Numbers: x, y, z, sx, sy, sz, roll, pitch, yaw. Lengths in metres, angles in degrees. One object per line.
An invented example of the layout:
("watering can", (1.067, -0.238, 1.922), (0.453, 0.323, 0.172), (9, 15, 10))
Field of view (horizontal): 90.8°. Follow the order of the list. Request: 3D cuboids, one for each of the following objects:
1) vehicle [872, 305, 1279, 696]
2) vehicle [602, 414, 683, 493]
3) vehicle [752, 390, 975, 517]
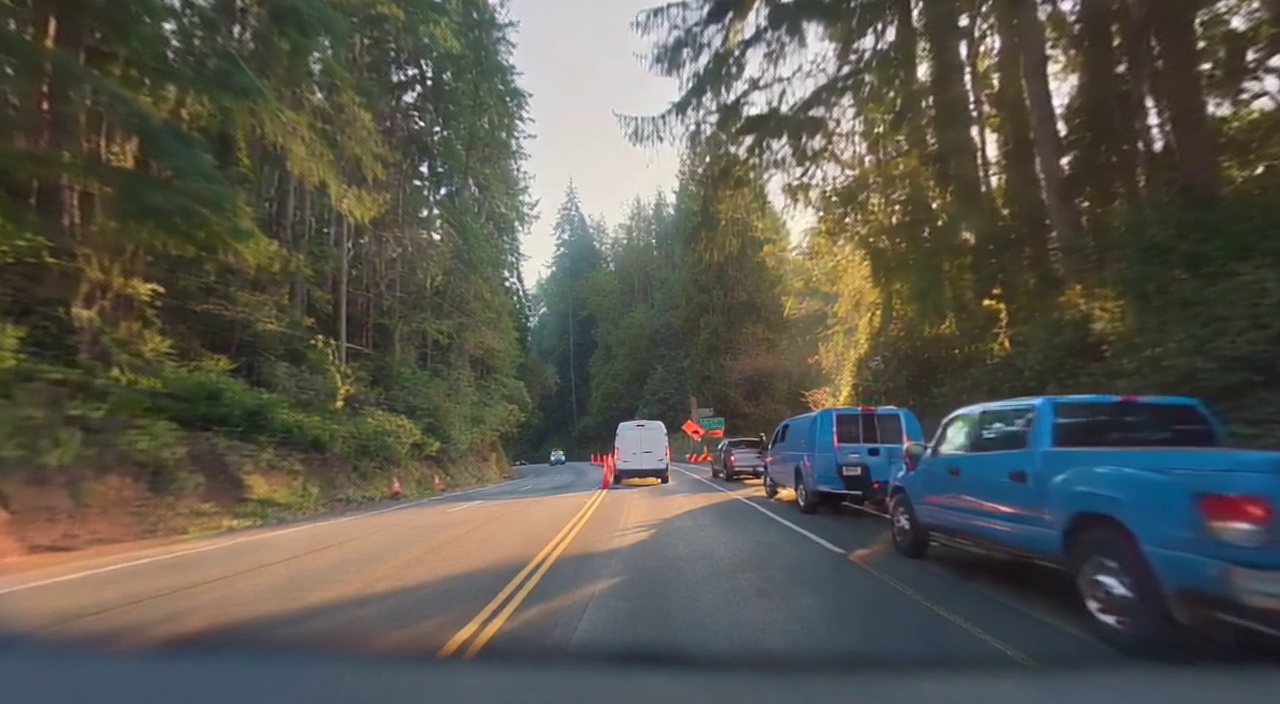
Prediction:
("vehicle", (4.376, 1.144, 5.790), (2.202, 1.980, 5.978), (0, -8, 0))
("vehicle", (0.076, 3.316, 20.853), (2.362, 2.247, 4.892), (0, -8, 0))
("vehicle", (4.415, 2.231, 14.207), (2.613, 2.153, 6.713), (0, -8, 0))
